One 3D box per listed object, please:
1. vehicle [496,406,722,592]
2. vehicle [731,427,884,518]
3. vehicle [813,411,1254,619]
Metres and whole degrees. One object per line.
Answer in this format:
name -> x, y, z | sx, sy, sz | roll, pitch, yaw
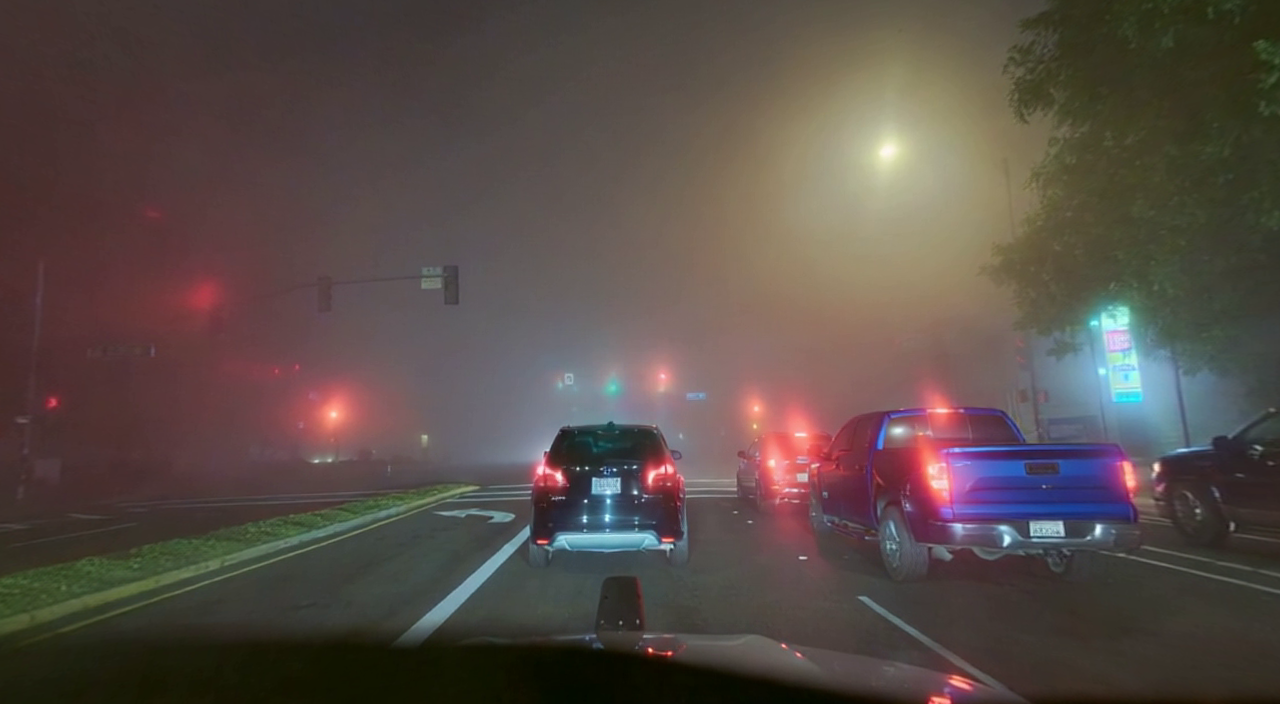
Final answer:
vehicle -> -0.273, 1.606, 7.640 | 2.037, 1.674, 3.693 | 0, -8, 0
vehicle -> 3.378, 2.521, 13.734 | 2.031, 1.626, 4.264 | 0, -8, -1
vehicle -> 3.607, 1.567, 7.117 | 1.955, 1.550, 4.587 | 0, -8, -1
